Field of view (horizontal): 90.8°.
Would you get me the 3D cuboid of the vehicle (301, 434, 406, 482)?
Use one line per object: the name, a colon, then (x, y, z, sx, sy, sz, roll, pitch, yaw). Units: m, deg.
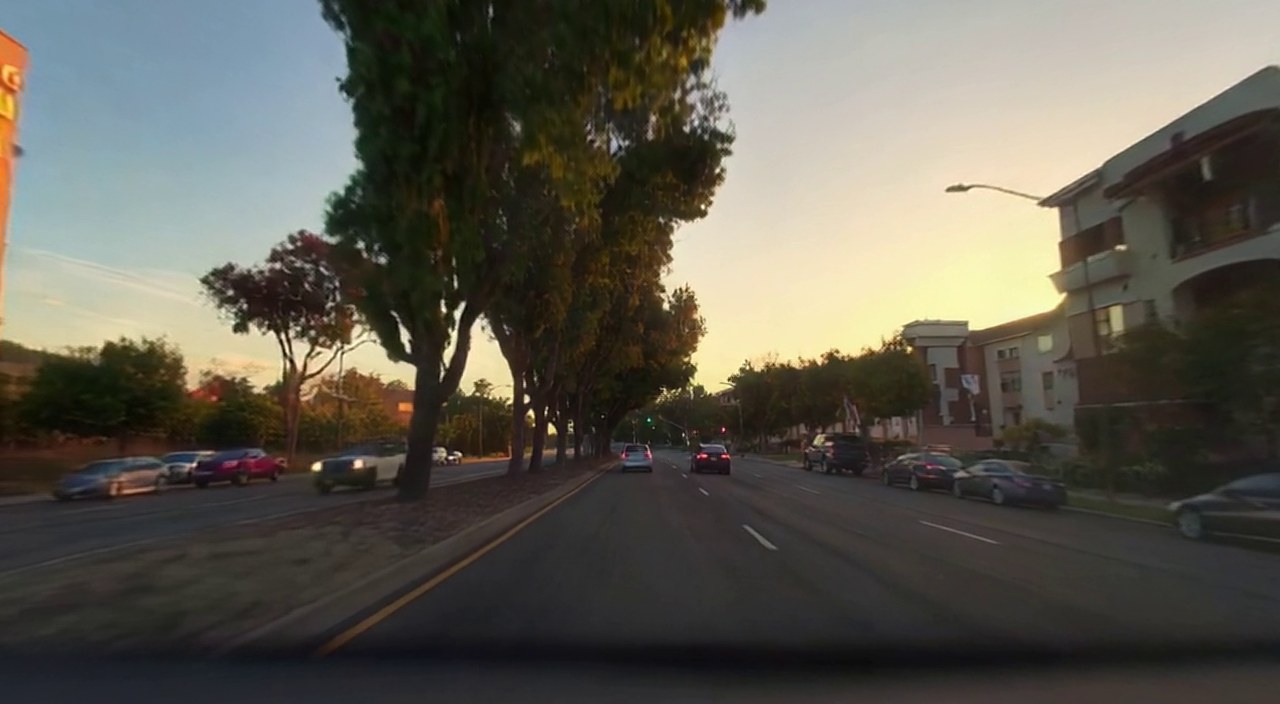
vehicle: (-12.551, 4.688, 28.092, 2.331, 1.910, 4.823, -1, -9, 1)

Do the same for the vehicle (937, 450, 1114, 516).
vehicle: (10.266, 3.476, 17.378, 1.898, 1.502, 4.788, 0, -9, 1)

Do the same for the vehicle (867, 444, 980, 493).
vehicle: (10.588, 4.354, 24.031, 2.129, 1.645, 4.625, 0, -9, 0)

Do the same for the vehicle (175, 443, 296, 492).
vehicle: (-19.131, 5.454, 30.288, 2.240, 2.112, 5.268, 0, -8, 0)

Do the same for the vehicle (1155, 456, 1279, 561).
vehicle: (10.177, 2.240, 8.870, 1.944, 1.454, 4.647, 0, -9, 0)

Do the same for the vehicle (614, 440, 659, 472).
vehicle: (-0.173, 5.101, 31.116, 2.101, 1.444, 4.248, 0, -9, 0)

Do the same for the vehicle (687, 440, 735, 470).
vehicle: (3.747, 5.542, 34.117, 1.993, 1.477, 4.240, 0, -9, -1)

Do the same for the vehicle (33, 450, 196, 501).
vehicle: (-19.014, 4.449, 23.203, 2.180, 1.608, 4.443, 0, -9, -1)

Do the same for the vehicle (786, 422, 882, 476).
vehicle: (10.594, 5.438, 35.431, 3.082, 2.655, 7.381, 0, -9, 1)
